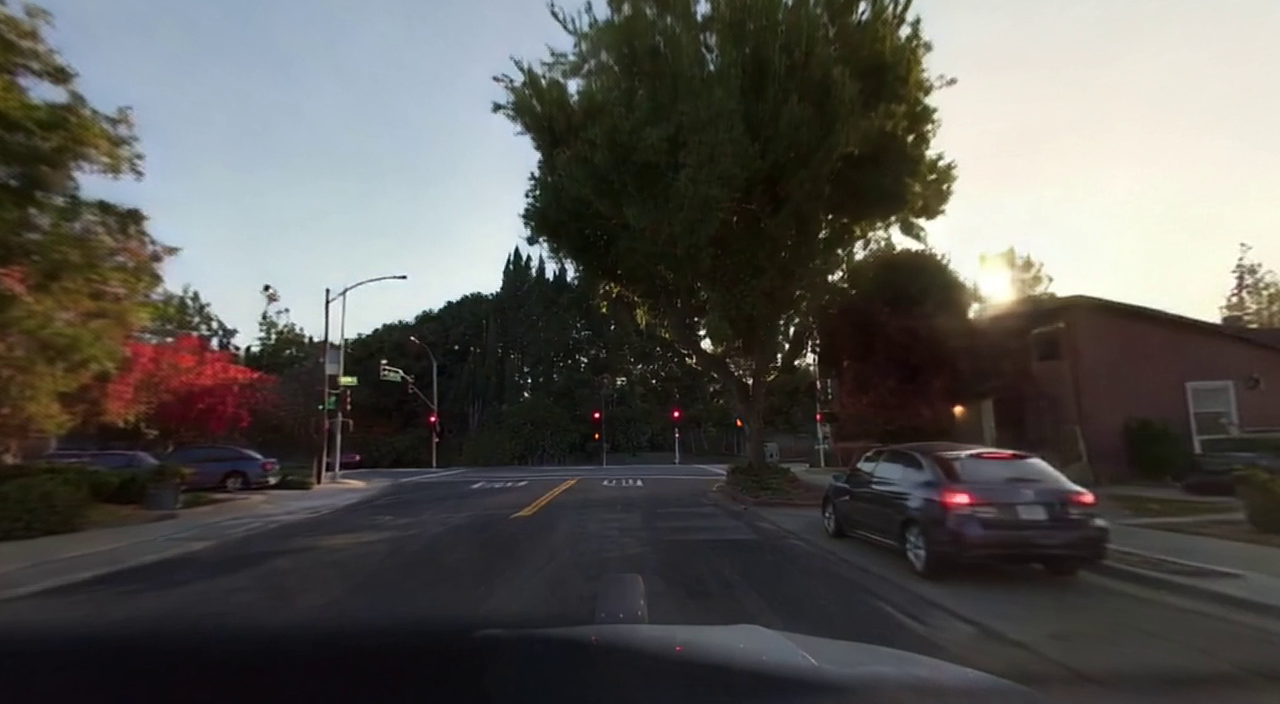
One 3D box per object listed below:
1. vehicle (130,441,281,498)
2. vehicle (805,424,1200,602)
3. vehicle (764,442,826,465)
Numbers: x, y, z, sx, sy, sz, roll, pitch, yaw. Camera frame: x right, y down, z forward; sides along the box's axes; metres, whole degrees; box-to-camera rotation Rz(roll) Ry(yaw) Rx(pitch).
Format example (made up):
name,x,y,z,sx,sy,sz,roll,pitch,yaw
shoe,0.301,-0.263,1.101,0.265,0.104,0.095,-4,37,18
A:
name,x,y,z,sx,sy,sz,roll,pitch,yaw
vehicle,-14.078,3.795,20.874,2.003,1.637,4.297,0,-8,-2
vehicle,3.689,1.716,7.796,2.065,1.478,4.828,0,-8,1
vehicle,10.675,7.029,43.812,3.815,1.504,1.790,0,-8,0
